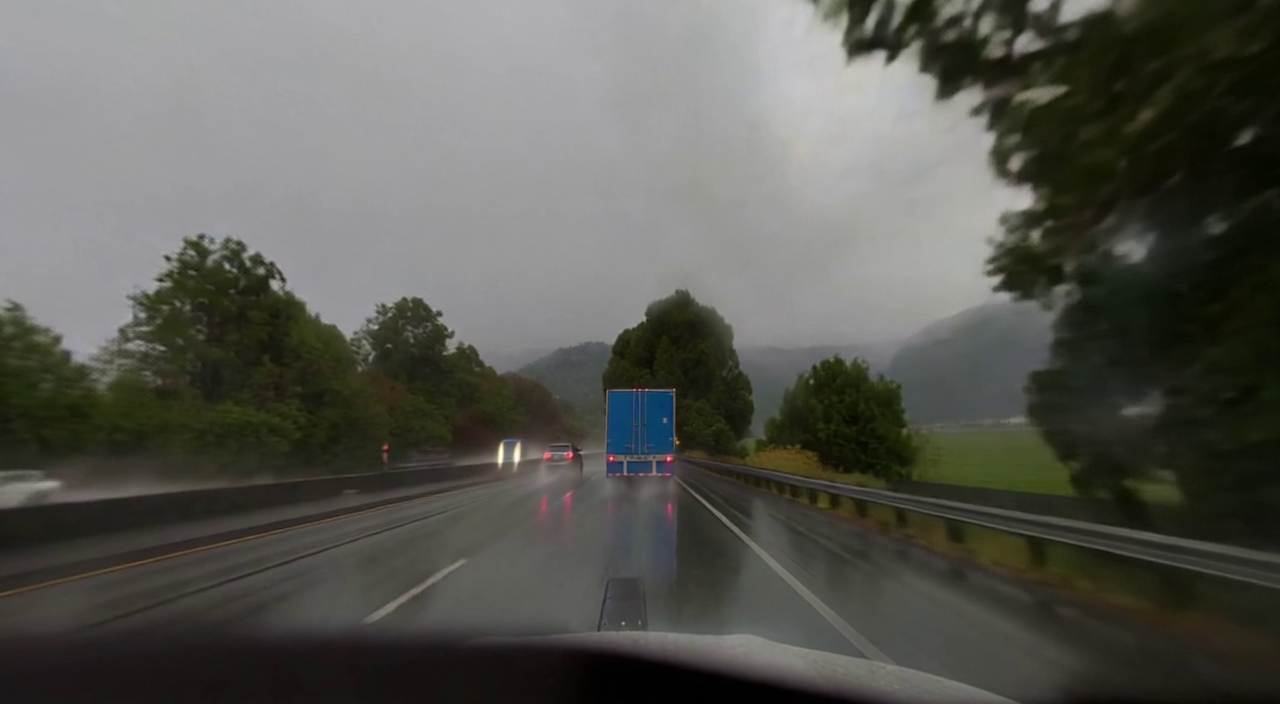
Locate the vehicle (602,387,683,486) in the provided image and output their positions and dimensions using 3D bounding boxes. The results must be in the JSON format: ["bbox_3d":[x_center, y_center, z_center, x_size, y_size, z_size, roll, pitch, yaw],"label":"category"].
[{"bbox_3d":[-0.003,3.718,27.141,2.913,3.530,8.648,0,-9,-1],"label":"vehicle"}]

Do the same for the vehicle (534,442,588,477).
[{"bbox_3d":[-3.904,5.418,31.963,2.160,1.661,4.388,0,-9,1],"label":"vehicle"}]
